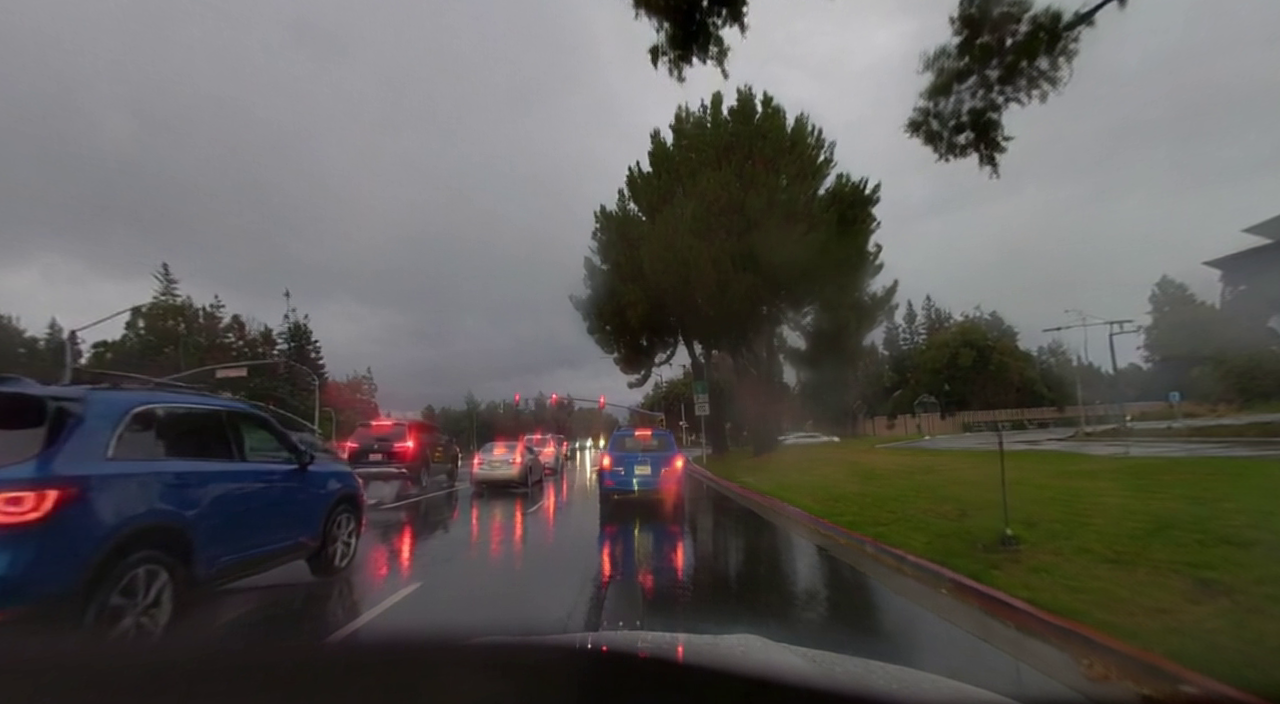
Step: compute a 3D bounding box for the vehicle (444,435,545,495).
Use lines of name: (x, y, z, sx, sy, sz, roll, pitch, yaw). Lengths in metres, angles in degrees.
vehicle: (-4.103, 3.254, 18.536, 1.942, 1.523, 4.212, 0, -9, 0)

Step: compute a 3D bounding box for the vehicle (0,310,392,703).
vehicle: (-4.067, 1.131, 5.175, 2.088, 1.947, 5.119, 0, -9, -1)

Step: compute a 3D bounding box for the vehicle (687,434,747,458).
vehicle: (5.841, 7.108, 47.924, 4.198, 1.751, 1.935, -3, -9, 16)

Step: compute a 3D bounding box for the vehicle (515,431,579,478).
vehicle: (-3.911, 4.398, 27.301, 2.043, 1.813, 4.549, 0, -9, 0)

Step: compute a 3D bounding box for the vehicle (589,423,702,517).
vehicle: (0.095, 2.464, 13.663, 2.055, 1.681, 4.270, 0, -9, 0)

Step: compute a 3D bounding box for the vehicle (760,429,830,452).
vehicle: (10.489, 6.037, 43.005, 4.265, 1.498, 1.826, -1, -9, 3)
